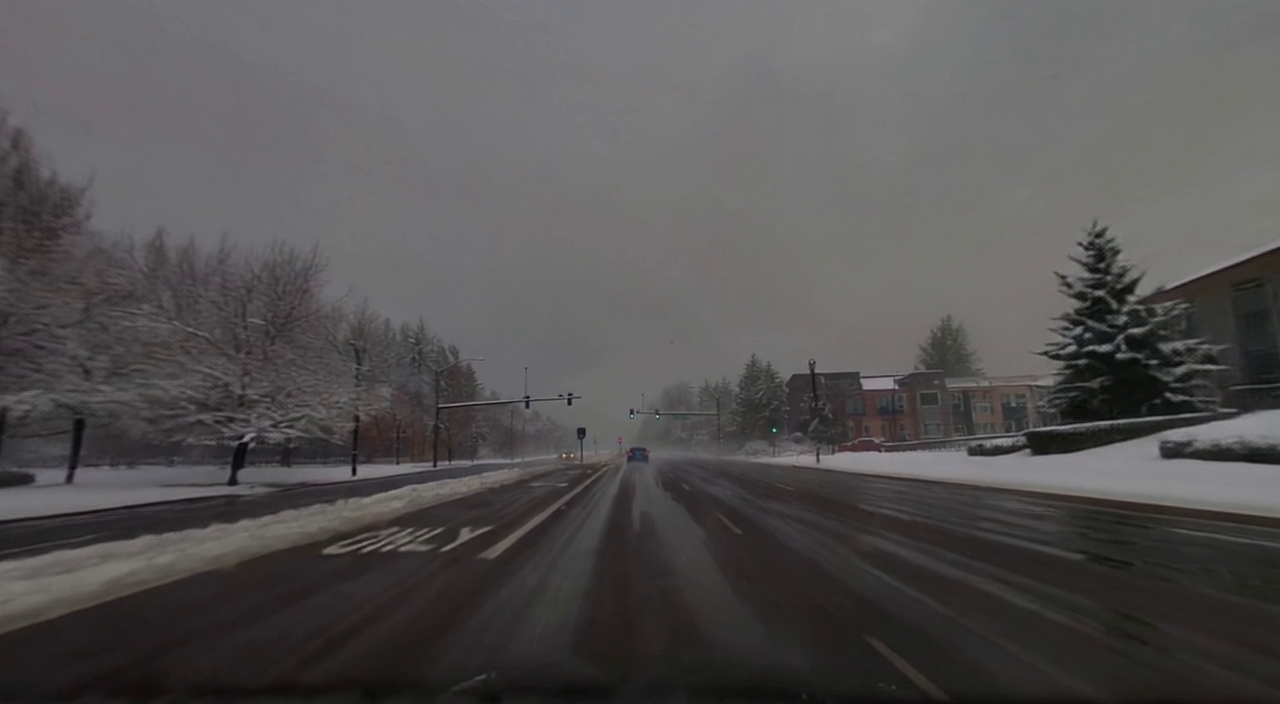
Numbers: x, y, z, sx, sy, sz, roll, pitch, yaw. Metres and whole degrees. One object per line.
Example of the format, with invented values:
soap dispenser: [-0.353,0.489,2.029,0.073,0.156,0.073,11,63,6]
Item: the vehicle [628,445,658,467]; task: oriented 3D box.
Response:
vehicle: [0.244,7.392,45.100,2.064,1.477,3.968,0,-8,0]
